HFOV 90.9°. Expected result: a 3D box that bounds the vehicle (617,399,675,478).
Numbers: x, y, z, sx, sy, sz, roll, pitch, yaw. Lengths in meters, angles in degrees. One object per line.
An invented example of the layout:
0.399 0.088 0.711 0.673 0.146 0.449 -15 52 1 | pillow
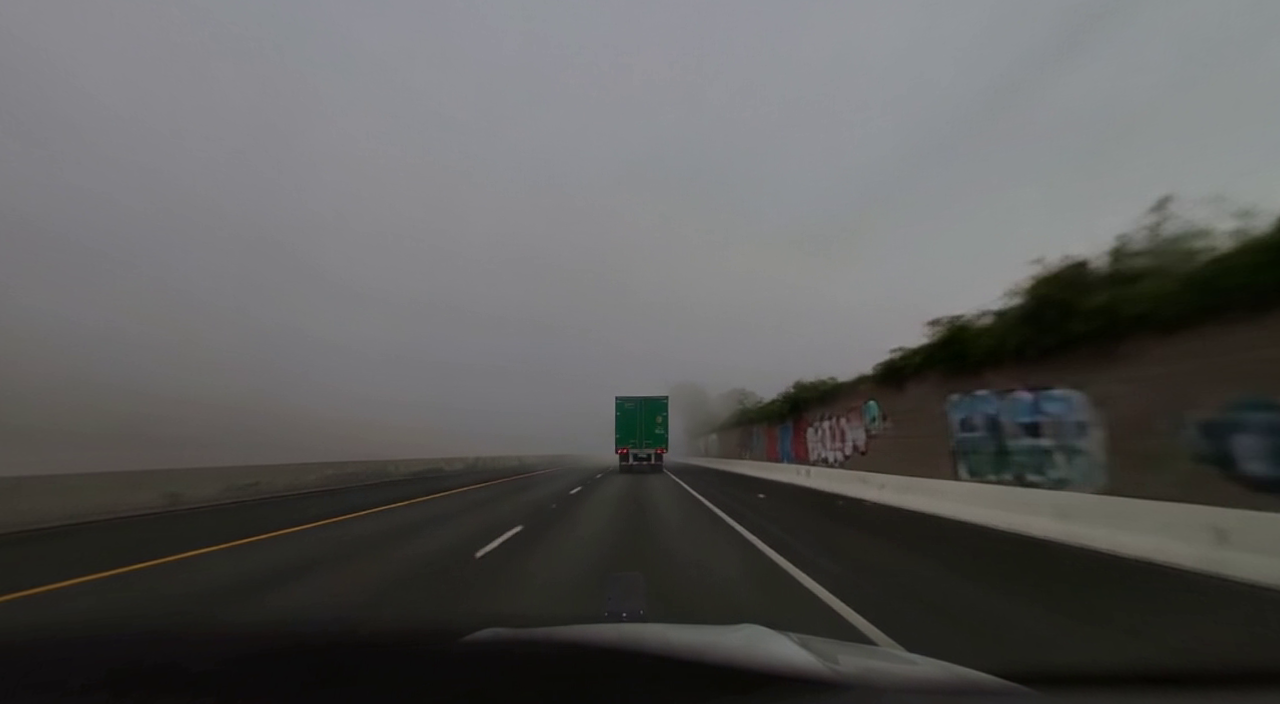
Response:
0.173 5.112 36.633 2.900 3.955 10.151 0 -9 -1 | vehicle
